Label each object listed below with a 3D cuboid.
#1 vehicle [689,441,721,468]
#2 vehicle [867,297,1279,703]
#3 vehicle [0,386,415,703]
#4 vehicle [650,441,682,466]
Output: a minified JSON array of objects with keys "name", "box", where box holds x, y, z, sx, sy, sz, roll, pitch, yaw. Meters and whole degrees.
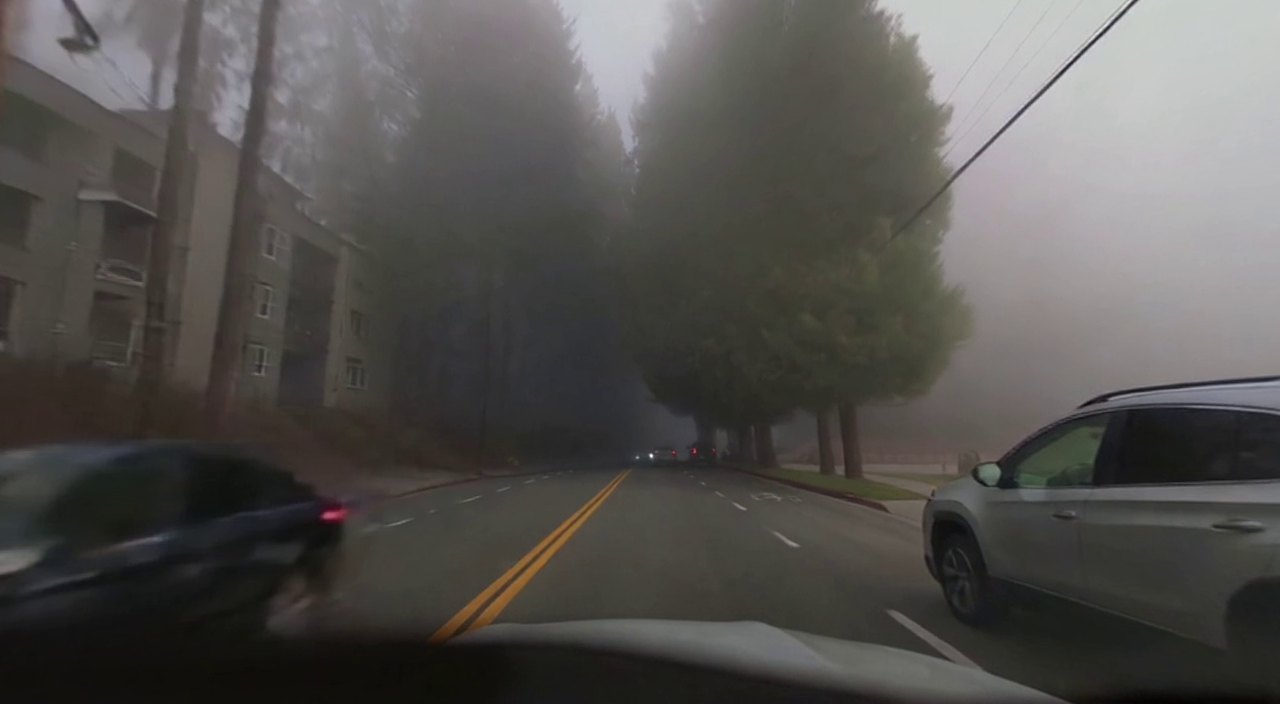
[{"name":"vehicle","box":[4.489,7.156,43.949,2.069,1.791,4.422,-1,-9,3]},{"name":"vehicle","box":[3.351,0.954,3.497,2.219,1.881,5.104,0,-9,0]},{"name":"vehicle","box":[-3.052,1.044,2.983,2.151,1.540,4.673,0,-9,1]},{"name":"vehicle","box":[2.120,8.067,49.897,2.158,1.852,4.485,-1,-9,7]}]
